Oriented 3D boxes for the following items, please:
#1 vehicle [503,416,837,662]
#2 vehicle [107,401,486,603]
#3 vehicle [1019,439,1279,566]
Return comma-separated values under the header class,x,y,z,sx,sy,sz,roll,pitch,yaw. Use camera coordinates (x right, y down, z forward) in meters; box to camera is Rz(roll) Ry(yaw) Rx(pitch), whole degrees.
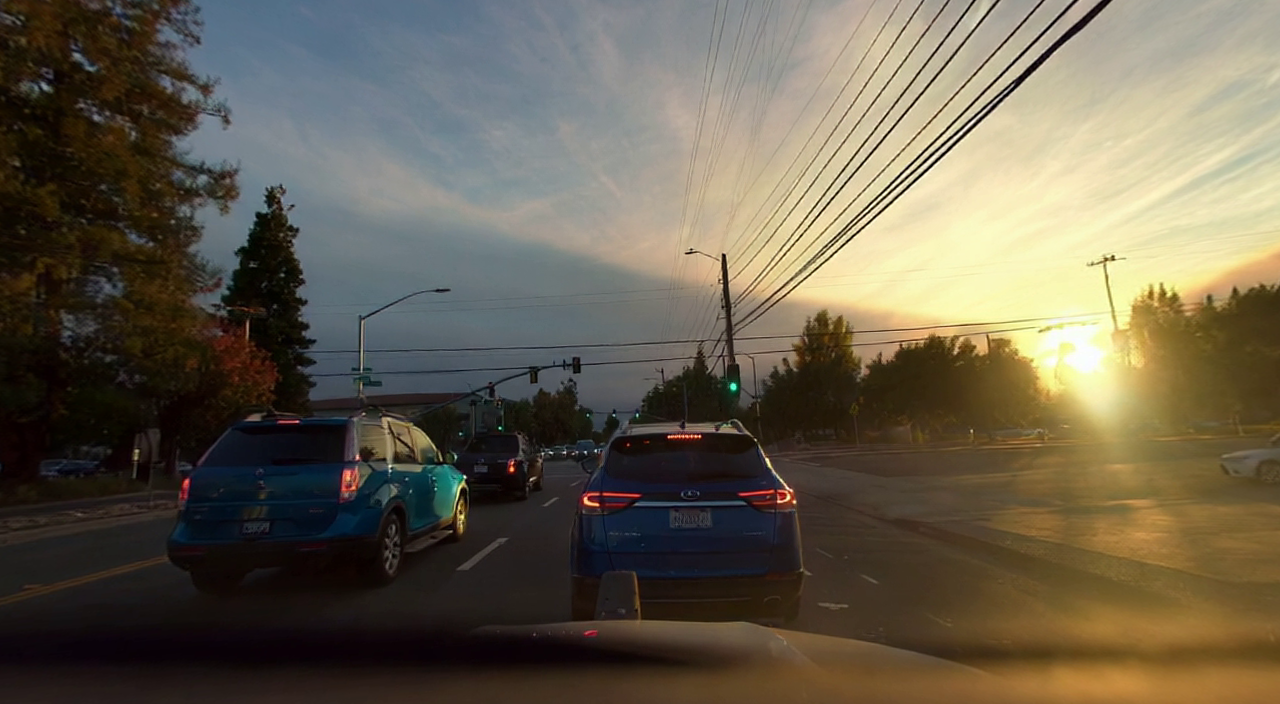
class,x,y,z,sx,sy,sz,roll,pitch,yaw
vehicle,0.117,1.446,5.964,2.056,1.487,4.003,0,-9,-2
vehicle,-3.470,1.606,7.639,2.105,1.706,4.337,0,-9,0
vehicle,8.383,2.149,9.921,1.993,1.508,4.521,0,-9,-1
